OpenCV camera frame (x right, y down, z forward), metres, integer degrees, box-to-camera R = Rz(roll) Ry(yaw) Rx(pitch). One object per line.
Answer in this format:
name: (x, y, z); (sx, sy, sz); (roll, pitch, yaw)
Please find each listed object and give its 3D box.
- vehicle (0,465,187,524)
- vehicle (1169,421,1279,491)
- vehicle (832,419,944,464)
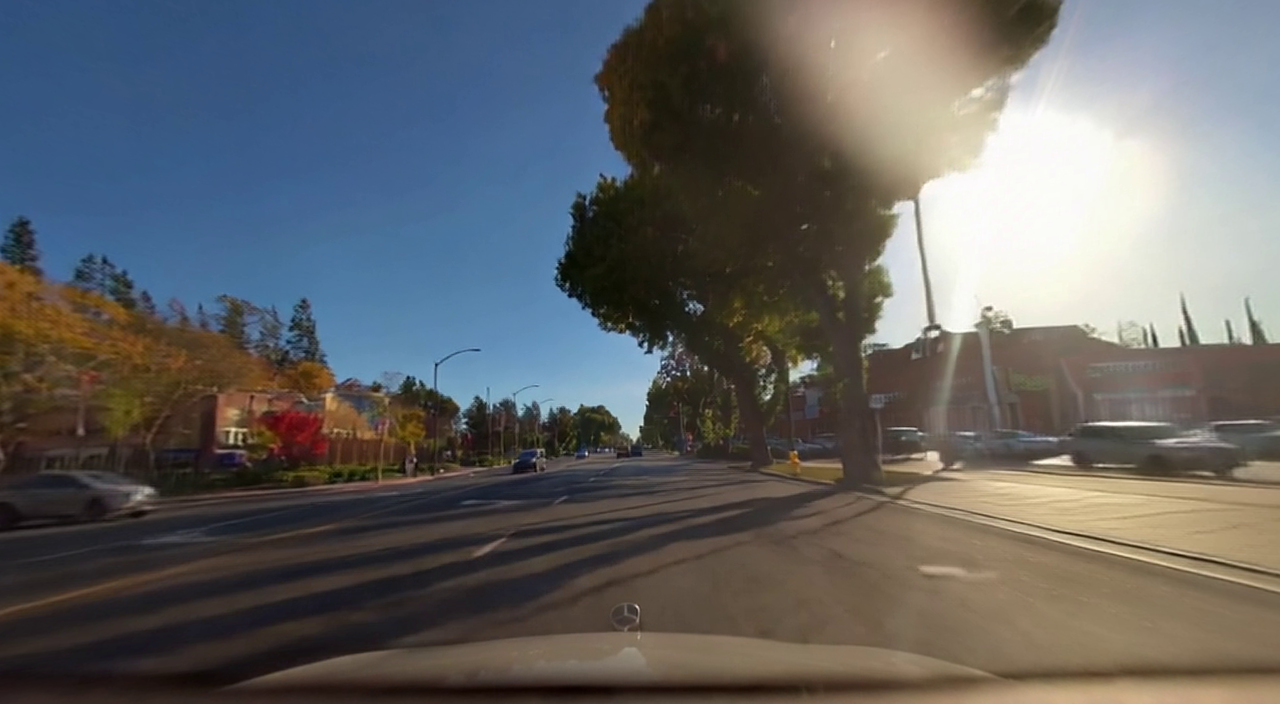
vehicle: (-16.828, 4.229, 18.976); (4.752, 1.523, 2.123); (0, -8, -2)
vehicle: (15.762, 2.472, 15.175); (4.212, 1.537, 2.044); (0, -8, 0)
vehicle: (15.356, 5.580, 39.370); (5.797, 2.052, 2.329); (-6, -8, -1)
